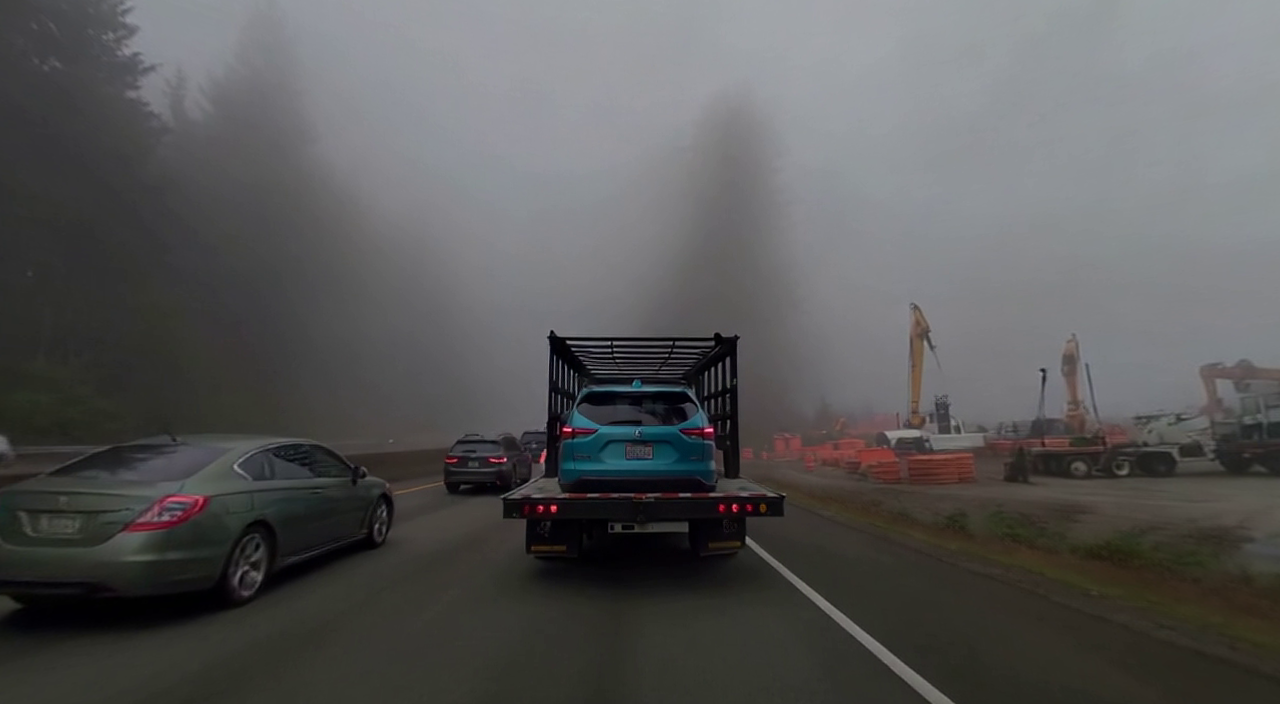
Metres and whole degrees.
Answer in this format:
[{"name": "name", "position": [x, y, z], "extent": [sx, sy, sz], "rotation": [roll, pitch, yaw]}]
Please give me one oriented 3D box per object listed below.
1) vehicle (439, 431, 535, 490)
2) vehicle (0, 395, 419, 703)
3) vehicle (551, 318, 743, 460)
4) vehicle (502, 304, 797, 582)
[{"name": "vehicle", "position": [-4.803, 3.477, 20.520], "extent": [2.057, 1.665, 4.572], "rotation": [0, -9, -1]}, {"name": "vehicle", "position": [-3.916, 1.338, 5.582], "extent": [2.155, 1.513, 4.964], "rotation": [0, -9, 0]}, {"name": "vehicle", "position": [-0.032, 0.763, 9.511], "extent": [2.156, 1.604, 4.680], "rotation": [0, -9, -3]}, {"name": "vehicle", "position": [-0.174, 1.607, 11.194], "extent": [2.735, 2.597, 10.435], "rotation": [1, -9, -3]}]
